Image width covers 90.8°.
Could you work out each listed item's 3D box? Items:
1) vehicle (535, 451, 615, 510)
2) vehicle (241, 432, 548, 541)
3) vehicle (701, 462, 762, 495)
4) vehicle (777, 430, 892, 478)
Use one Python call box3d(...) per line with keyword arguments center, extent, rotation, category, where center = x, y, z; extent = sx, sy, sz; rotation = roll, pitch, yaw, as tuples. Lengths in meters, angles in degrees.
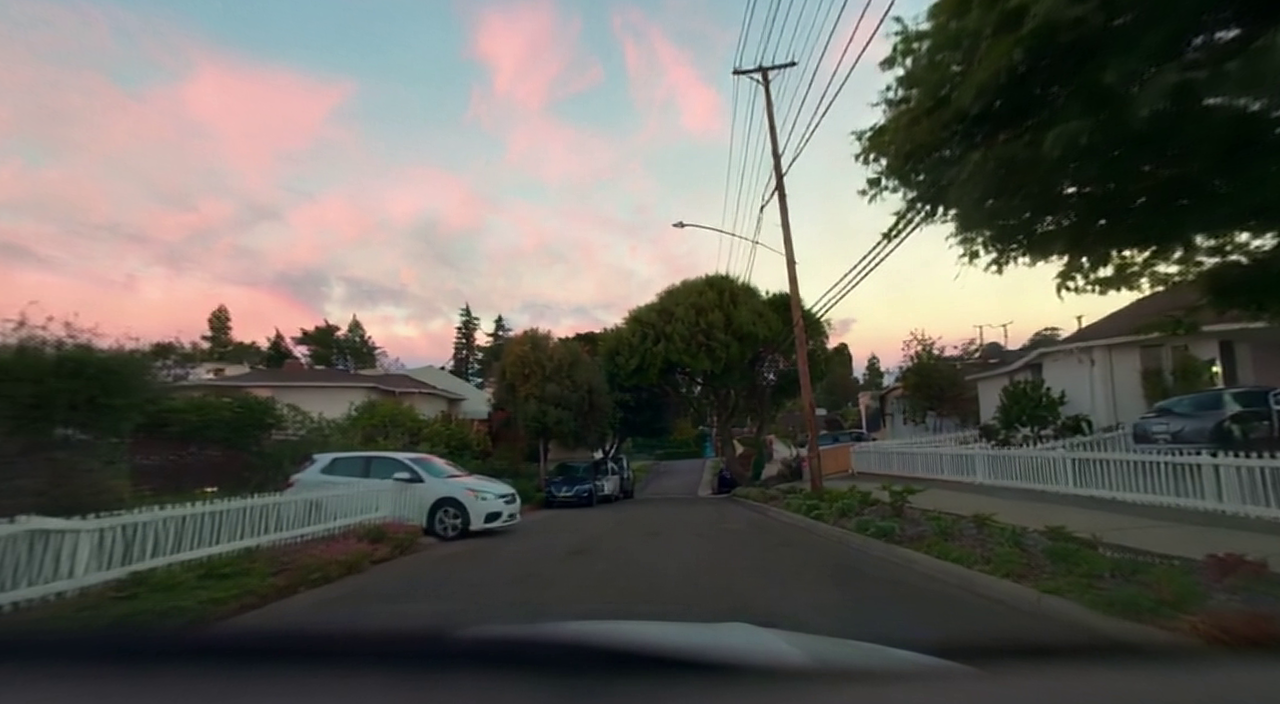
box3d(center=(-1.916, 4.004, 20.217), extent=(2.081, 1.589, 4.691), rotation=(0, -8, 0), category="vehicle")
box3d(center=(-4.223, 2.480, 11.668), extent=(4.537, 1.595, 2.471), rotation=(2, -12, 2), category="vehicle")
box3d(center=(4.985, 6.775, 34.091), extent=(3.005, 1.535, 4.025), rotation=(-2, -9, 10), category="vehicle")
box3d(center=(8.157, 4.278, 26.833), extent=(4.249, 1.905, 1.904), rotation=(0, -7, 0), category="vehicle")
